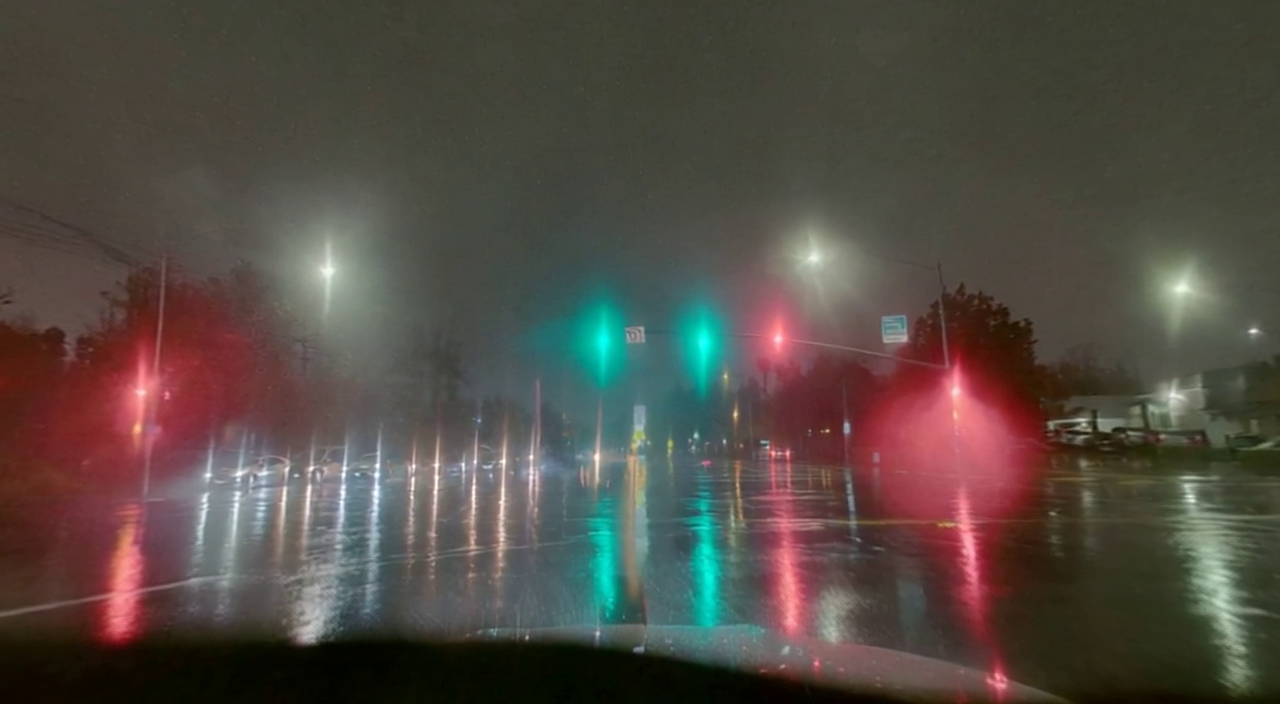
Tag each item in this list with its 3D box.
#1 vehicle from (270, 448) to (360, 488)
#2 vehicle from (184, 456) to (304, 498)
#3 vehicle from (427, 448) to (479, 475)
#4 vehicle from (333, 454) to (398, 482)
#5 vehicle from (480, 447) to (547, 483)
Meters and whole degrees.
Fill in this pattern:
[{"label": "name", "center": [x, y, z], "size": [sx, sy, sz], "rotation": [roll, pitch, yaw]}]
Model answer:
[{"label": "vehicle", "center": [-16.393, 5.846, 32.026], "size": [1.960, 1.819, 5.018], "rotation": [0, -9, -1]}, {"label": "vehicle", "center": [-16.265, 5.109, 26.145], "size": [2.055, 1.506, 4.663], "rotation": [0, -9, -2]}, {"label": "vehicle", "center": [-13.027, 7.634, 44.091], "size": [2.126, 1.709, 5.095], "rotation": [0, -9, 0]}, {"label": "vehicle", "center": [-16.343, 6.896, 37.657], "size": [1.804, 1.486, 4.625], "rotation": [0, -9, 0]}, {"label": "vehicle", "center": [-5.621, 5.086, 28.573], "size": [2.154, 1.501, 4.416], "rotation": [0, -9, 0]}]
